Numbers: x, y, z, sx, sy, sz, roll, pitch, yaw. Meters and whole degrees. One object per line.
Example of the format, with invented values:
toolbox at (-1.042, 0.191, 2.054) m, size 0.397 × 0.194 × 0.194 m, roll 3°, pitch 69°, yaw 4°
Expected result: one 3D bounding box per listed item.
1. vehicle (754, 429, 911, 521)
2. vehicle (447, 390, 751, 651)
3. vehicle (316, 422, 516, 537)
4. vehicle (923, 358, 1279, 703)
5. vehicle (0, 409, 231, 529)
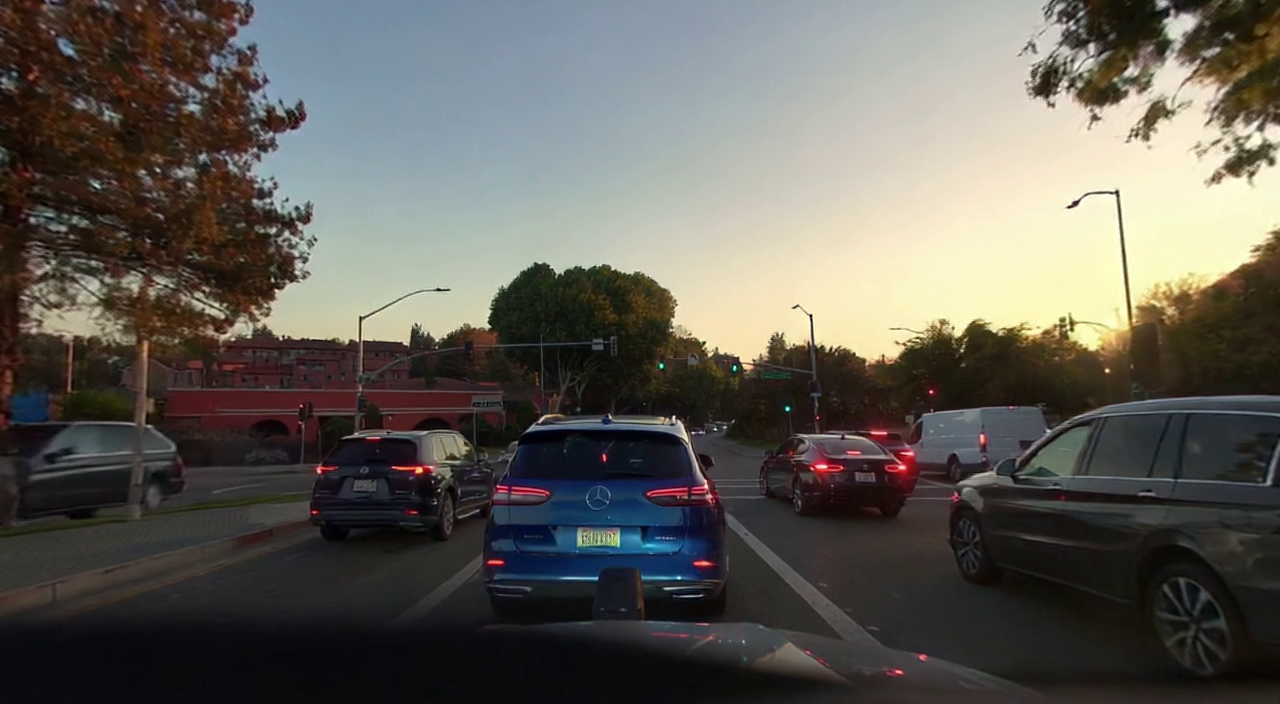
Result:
vehicle at (3.647, 2.399, 12.775) m, size 1.847 × 1.554 × 3.885 m, roll 0°, pitch -8°, yaw -2°
vehicle at (-0.158, 1.415, 6.313) m, size 2.022 × 1.700 × 4.084 m, roll 0°, pitch -8°, yaw 4°
vehicle at (-3.774, 2.232, 11.635) m, size 2.012 × 1.701 × 4.316 m, roll 0°, pitch -8°, yaw 1°
vehicle at (4.149, 1.202, 4.929) m, size 2.014 × 1.740 × 4.515 m, roll -1°, pitch -8°, yaw 4°
vehicle at (-12.373, 2.500, 14.036) m, size 2.405 × 2.098 × 5.888 m, roll 0°, pitch -8°, yaw 2°
